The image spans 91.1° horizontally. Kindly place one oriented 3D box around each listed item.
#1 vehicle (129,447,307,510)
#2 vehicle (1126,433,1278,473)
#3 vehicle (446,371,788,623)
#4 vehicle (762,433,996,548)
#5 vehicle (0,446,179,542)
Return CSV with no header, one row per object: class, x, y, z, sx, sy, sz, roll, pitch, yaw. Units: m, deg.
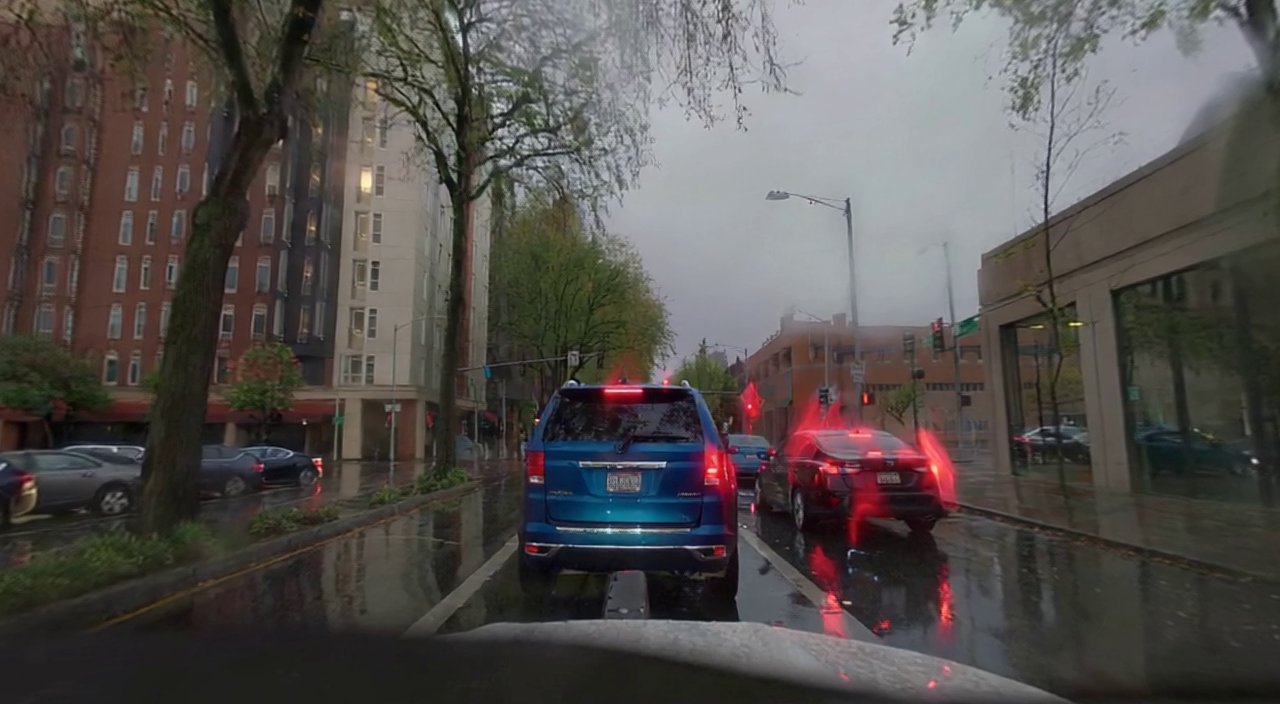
vehicle,-12.527,3.740,19.140,2.207,1.648,4.675,0,-8,-1
vehicle,22.164,3.978,24.981,4.055,1.469,1.848,-4,-9,26
vehicle,-0.148,1.352,6.759,2.453,1.816,4.300,0,-8,0
vehicle,3.412,2.052,9.996,2.056,1.422,4.130,0,-8,-1
vehicle,-12.542,2.884,13.461,1.891,1.723,4.360,0,-8,1
